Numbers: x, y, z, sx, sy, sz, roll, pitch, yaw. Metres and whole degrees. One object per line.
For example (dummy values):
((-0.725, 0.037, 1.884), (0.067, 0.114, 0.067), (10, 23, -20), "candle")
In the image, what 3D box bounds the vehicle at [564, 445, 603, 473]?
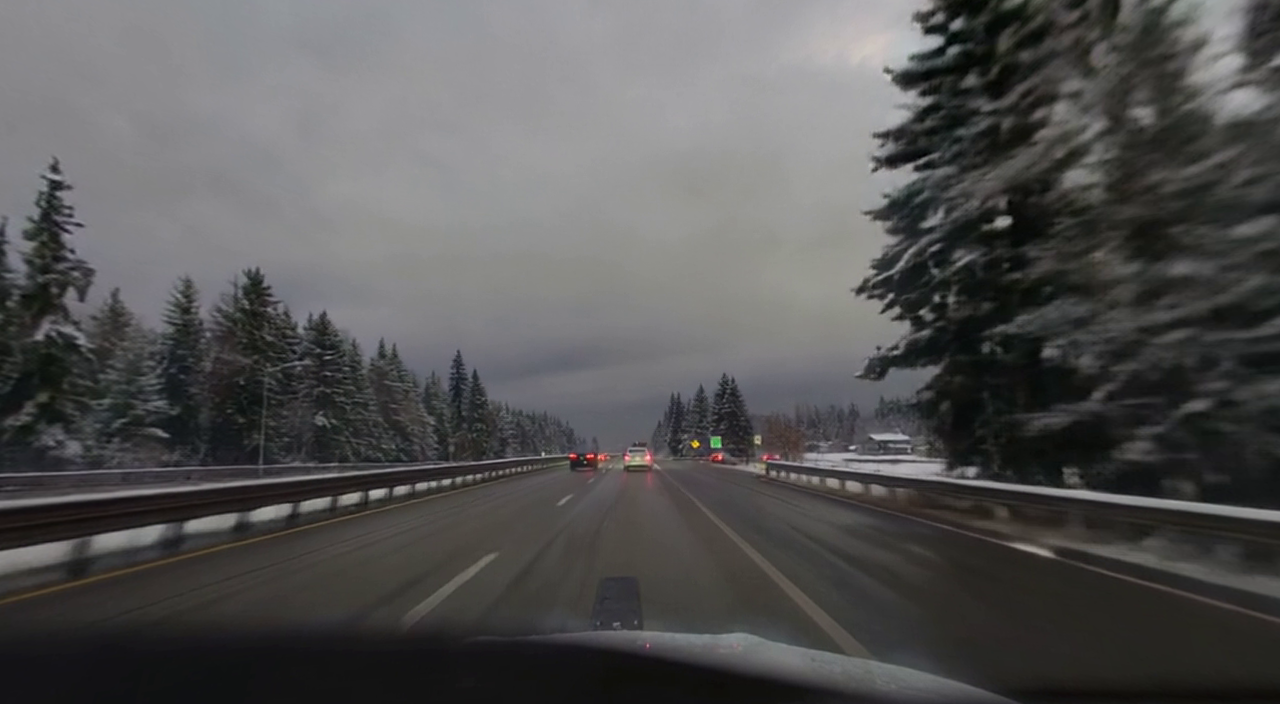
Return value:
((-3.804, 7.293, 43.132), (2.130, 1.741, 4.665), (0, -9, 1), "vehicle")

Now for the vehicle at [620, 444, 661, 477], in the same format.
((0.034, 5.968, 34.771), (2.130, 1.684, 3.826), (0, -9, 0), "vehicle")
